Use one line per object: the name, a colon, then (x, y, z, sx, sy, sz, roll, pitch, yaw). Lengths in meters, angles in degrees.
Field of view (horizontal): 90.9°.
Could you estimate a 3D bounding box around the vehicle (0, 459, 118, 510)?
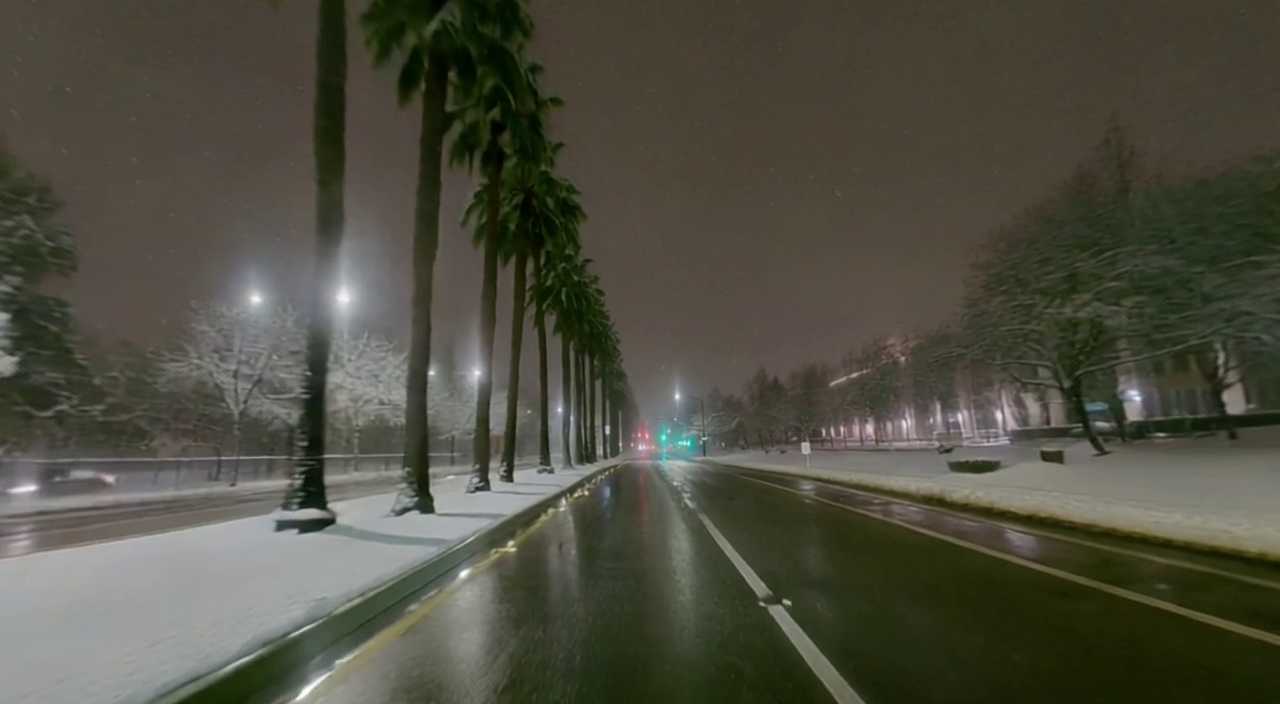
vehicle: (-22.373, 4.897, 23.682, 1.809, 1.591, 4.245, 0, -8, 0)
